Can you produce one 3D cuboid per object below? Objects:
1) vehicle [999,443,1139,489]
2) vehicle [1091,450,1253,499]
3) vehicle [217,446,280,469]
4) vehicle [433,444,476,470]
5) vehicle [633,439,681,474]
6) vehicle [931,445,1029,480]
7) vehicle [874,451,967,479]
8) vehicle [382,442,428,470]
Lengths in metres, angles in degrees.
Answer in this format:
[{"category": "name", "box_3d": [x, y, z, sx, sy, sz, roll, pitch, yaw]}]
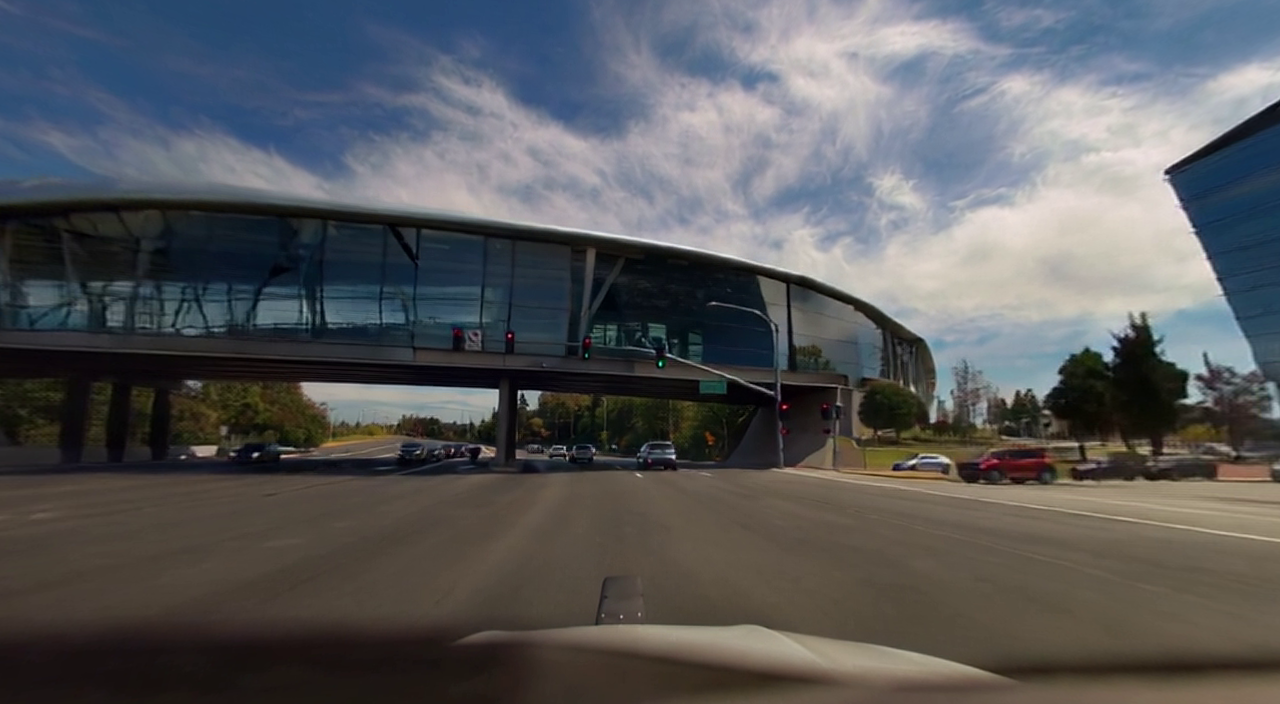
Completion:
[{"category": "vehicle", "box_3d": [16.635, 4.404, 24.545, 4.501, 1.631, 2.165, 4, -9, -20]}, {"category": "vehicle", "box_3d": [17.267, 3.931, 20.530, 4.538, 1.417, 1.948, 4, -9, -21]}, {"category": "vehicle", "box_3d": [-27.734, 7.479, 44.981, 2.020, 1.515, 4.808, 2, -9, -9]}, {"category": "vehicle", "box_3d": [-12.188, 6.921, 41.757, 1.961, 1.492, 4.479, 1, -7, -7]}, {"category": "vehicle", "box_3d": [0.845, 5.557, 33.750, 2.024, 1.724, 3.928, 2, -9, -7]}, {"category": "vehicle", "box_3d": [16.681, 5.409, 31.019, 4.154, 1.603, 1.834, 4, -9, -20]}, {"category": "vehicle", "box_3d": [15.392, 6.202, 34.721, 4.490, 1.430, 1.996, 4, -9, -20]}, {"category": "vehicle", "box_3d": [-15.035, 6.652, 40.635, 1.989, 1.619, 4.612, 2, -7, -11]}]
